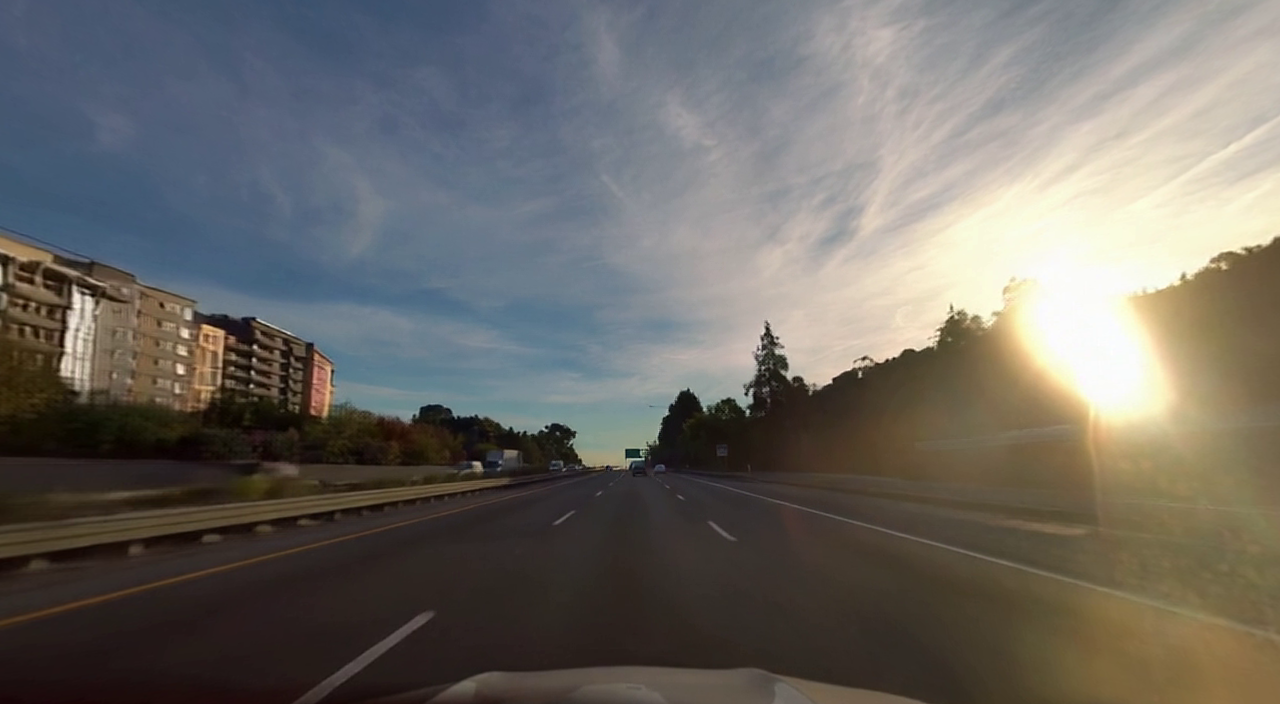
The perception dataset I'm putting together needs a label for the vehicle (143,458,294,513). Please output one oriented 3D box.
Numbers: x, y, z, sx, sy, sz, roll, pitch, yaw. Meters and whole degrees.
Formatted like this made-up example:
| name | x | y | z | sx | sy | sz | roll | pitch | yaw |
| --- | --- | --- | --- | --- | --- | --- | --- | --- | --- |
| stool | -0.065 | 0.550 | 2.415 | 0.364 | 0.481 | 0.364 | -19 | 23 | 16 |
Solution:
| name | x | y | z | sx | sy | sz | roll | pitch | yaw |
| --- | --- | --- | --- | --- | --- | --- | --- | --- | --- |
| vehicle | -12.781 | 4.068 | 19.461 | 1.866 | 1.469 | 3.952 | 1 | -10 | 0 |
